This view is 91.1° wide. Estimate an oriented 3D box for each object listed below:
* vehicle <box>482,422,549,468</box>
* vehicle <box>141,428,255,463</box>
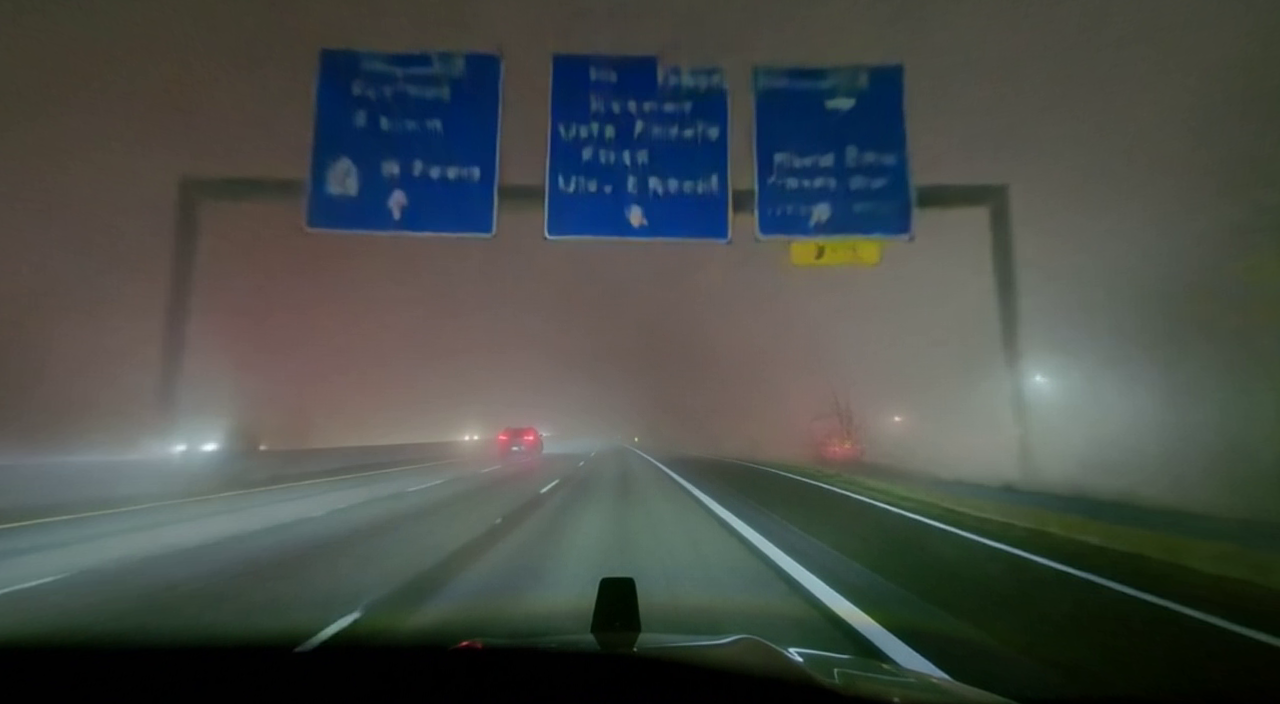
[{"bbox_3d":[-5.083,3.856,26.241,2.007,1.727,4.040,0,-8,-1],"label":"vehicle"},{"bbox_3d":[-20.297,4.306,29.158,2.094,1.503,4.457,0,-8,-1],"label":"vehicle"}]
